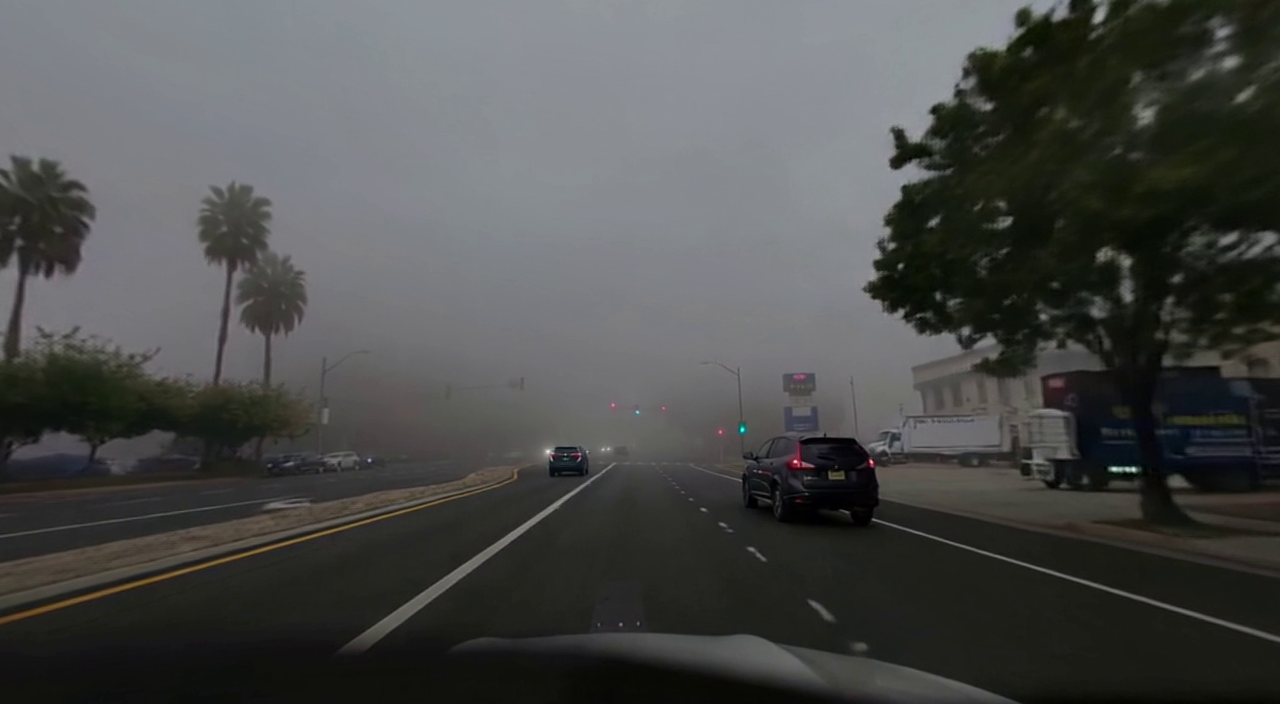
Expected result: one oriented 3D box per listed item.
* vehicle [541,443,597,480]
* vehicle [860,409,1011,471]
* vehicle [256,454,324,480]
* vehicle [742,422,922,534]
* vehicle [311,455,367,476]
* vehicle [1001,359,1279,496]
[{"bbox_3d":[-3.011,4.737,27.550,2.034,1.498,3.995,0,-9,-1],"label":"vehicle"},{"bbox_3d":[15.799,4.770,34.241,6.704,3.194,2.704,-1,-9,6],"label":"vehicle"},{"bbox_3d":[-22.517,7.383,40.807,2.045,1.536,3.911,0,-9,1],"label":"vehicle"},{"bbox_3d":[3.344,2.288,12.028,1.982,1.711,4.276,0,-9,-1],"label":"vehicle"},{"bbox_3d":[-22.583,8.523,47.644,1.997,1.434,4.569,0,-9,0],"label":"vehicle"},{"bbox_3d":[14.479,2.103,17.542,7.195,3.468,2.597,0,-9,-3],"label":"vehicle"}]
